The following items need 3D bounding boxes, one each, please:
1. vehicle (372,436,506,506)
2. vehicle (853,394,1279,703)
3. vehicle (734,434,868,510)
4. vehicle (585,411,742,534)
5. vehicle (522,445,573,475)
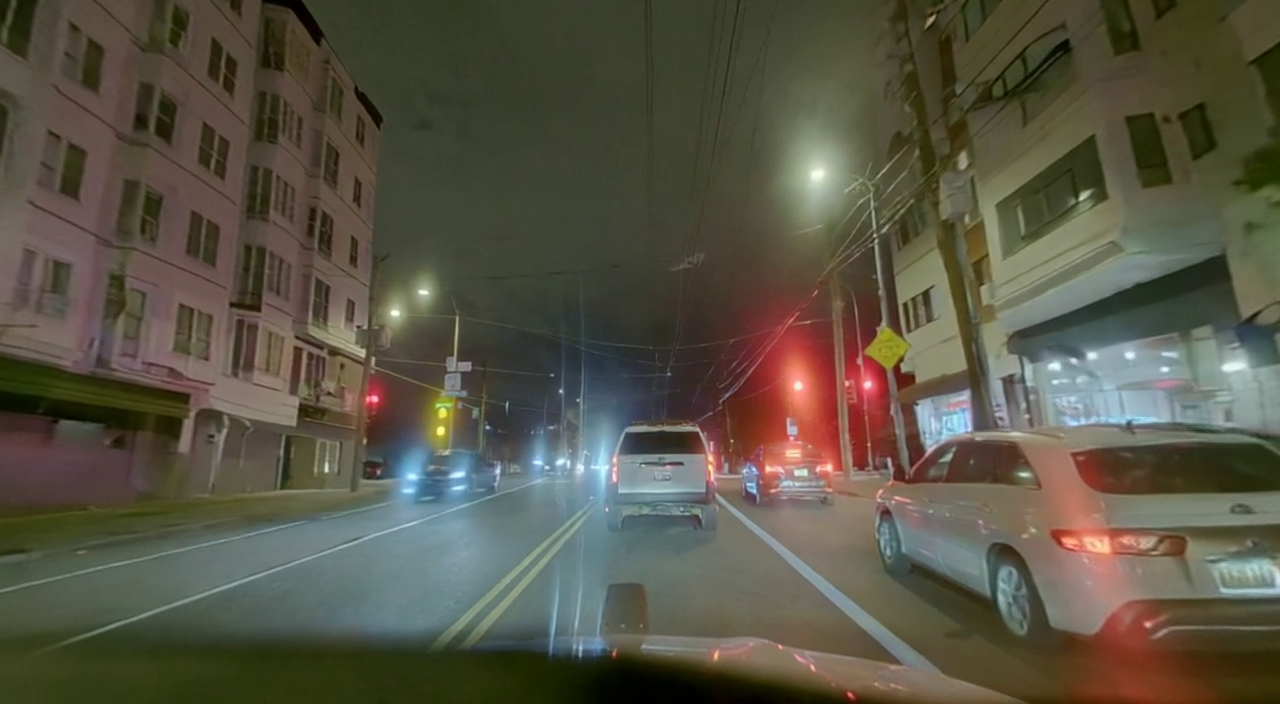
[{"bbox_3d":[-5.463,3.266,17.921,2.215,1.703,4.614,-1,-8,1],"label":"vehicle"},{"bbox_3d":[3.369,1.274,5.133,1.906,1.578,4.020,0,-8,1],"label":"vehicle"},{"bbox_3d":[3.415,2.608,14.302,1.970,1.452,4.227,0,-8,1],"label":"vehicle"},{"bbox_3d":[0.329,1.999,11.107,2.232,1.736,4.036,0,-8,0],"label":"vehicle"},{"bbox_3d":[-5.182,6.121,35.867,2.014,1.538,4.275,-1,-8,3],"label":"vehicle"}]
